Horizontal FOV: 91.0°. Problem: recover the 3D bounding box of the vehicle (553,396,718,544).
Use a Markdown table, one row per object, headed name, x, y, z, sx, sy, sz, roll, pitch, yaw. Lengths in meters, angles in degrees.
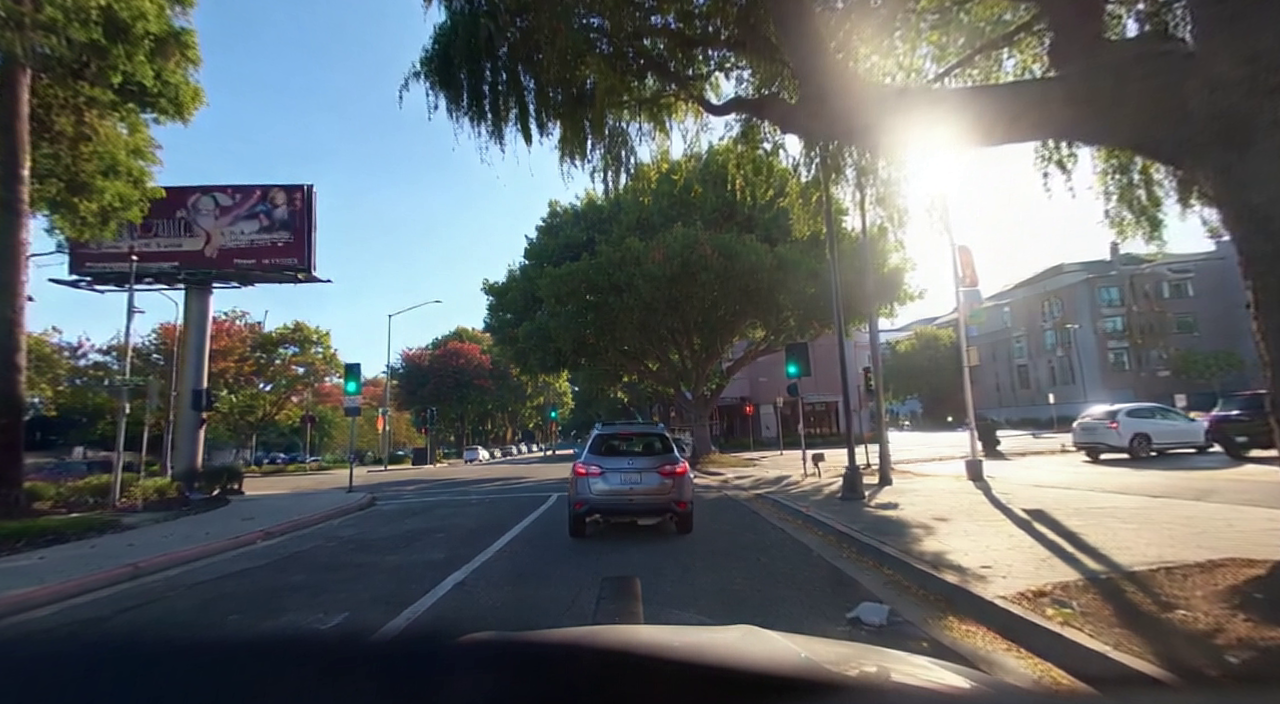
| name | x | y | z | sx | sy | sz | roll | pitch | yaw |
| --- | --- | --- | --- | --- | --- | --- | --- | --- | --- |
| vehicle | -0.083 | 1.818 | 10.218 | 2.142 | 1.904 | 3.816 | 0 | -8 | -1 |
